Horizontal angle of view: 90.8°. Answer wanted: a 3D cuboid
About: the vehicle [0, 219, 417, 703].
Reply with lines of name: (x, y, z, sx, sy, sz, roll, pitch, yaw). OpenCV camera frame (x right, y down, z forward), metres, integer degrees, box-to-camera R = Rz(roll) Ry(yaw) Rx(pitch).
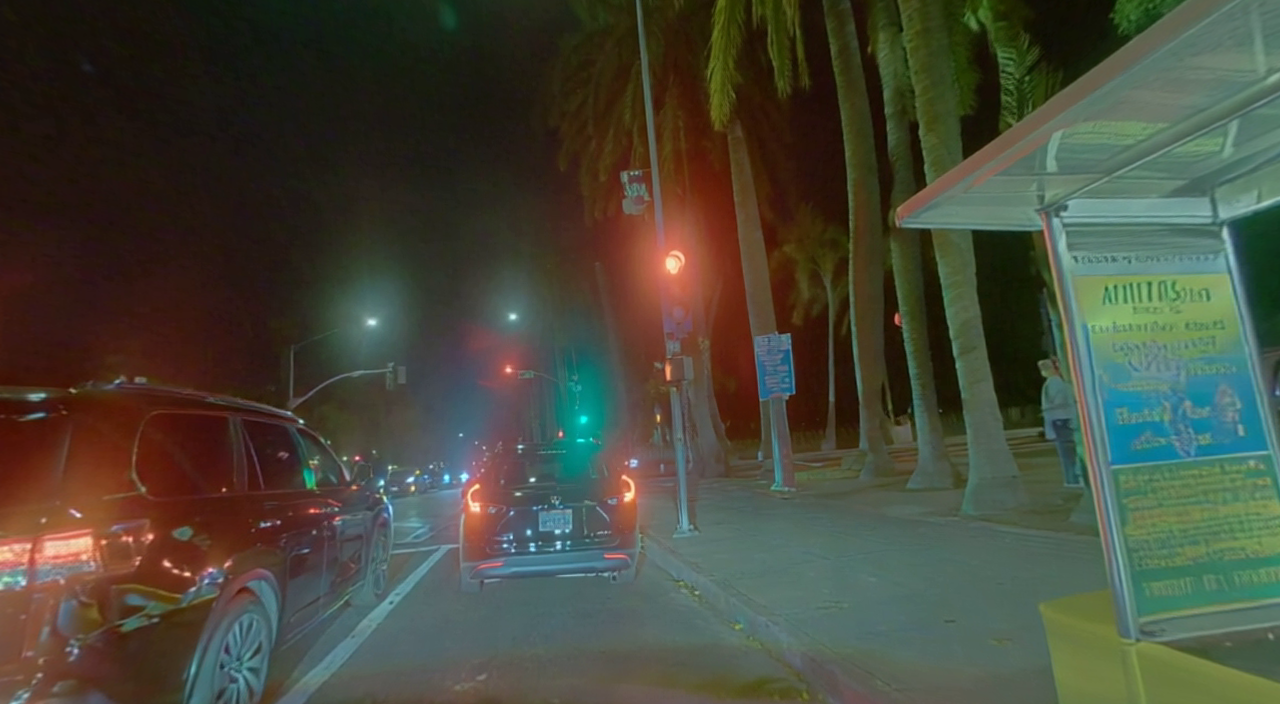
vehicle: (-2.763, 0.907, 3.219, 2.098, 1.851, 4.571, 1, -9, -7)

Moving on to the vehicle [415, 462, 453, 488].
vehicle: (-14.624, 8.687, 44.982, 1.964, 1.642, 4.085, 1, -9, -10)

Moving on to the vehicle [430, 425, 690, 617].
vehicle: (-1.024, 1.650, 7.238, 2.065, 1.467, 4.289, 2, -9, -11)
